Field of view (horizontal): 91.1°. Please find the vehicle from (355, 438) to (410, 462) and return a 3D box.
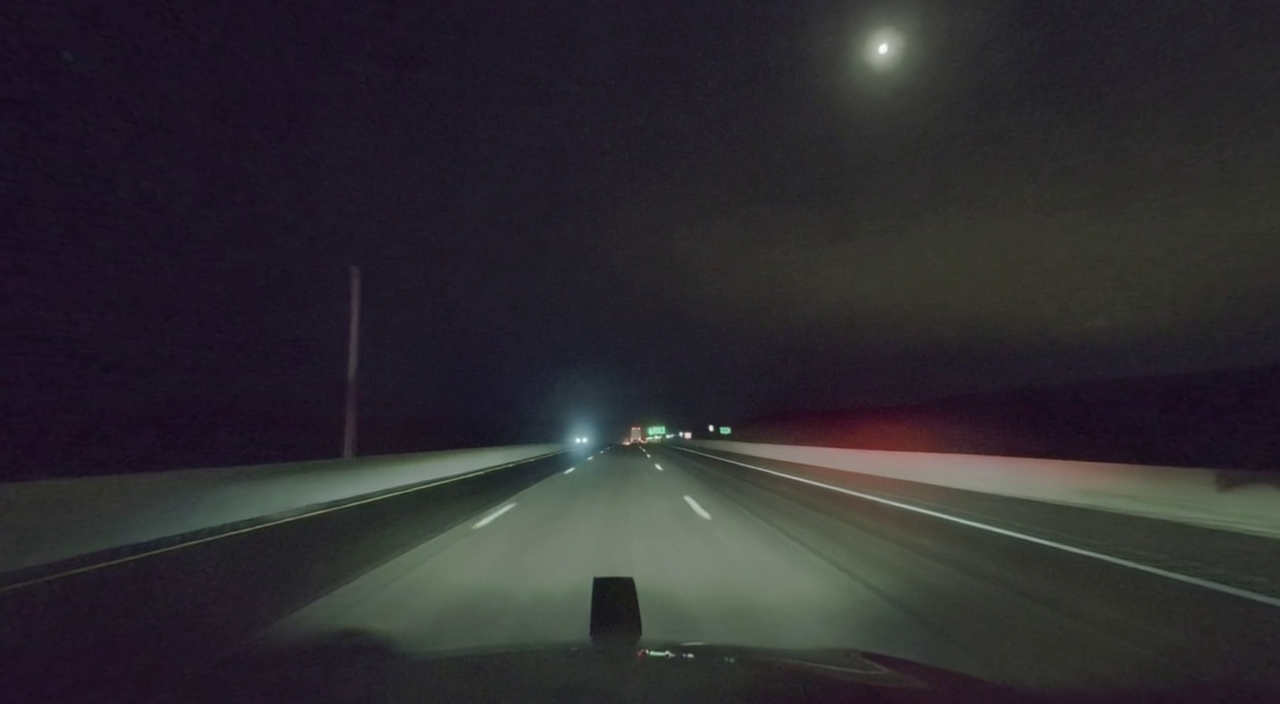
[{"bbox_3d":[-17.456,6.633,42.873,1.902,1.512,4.474,0,-8,-1],"label":"vehicle"}]
